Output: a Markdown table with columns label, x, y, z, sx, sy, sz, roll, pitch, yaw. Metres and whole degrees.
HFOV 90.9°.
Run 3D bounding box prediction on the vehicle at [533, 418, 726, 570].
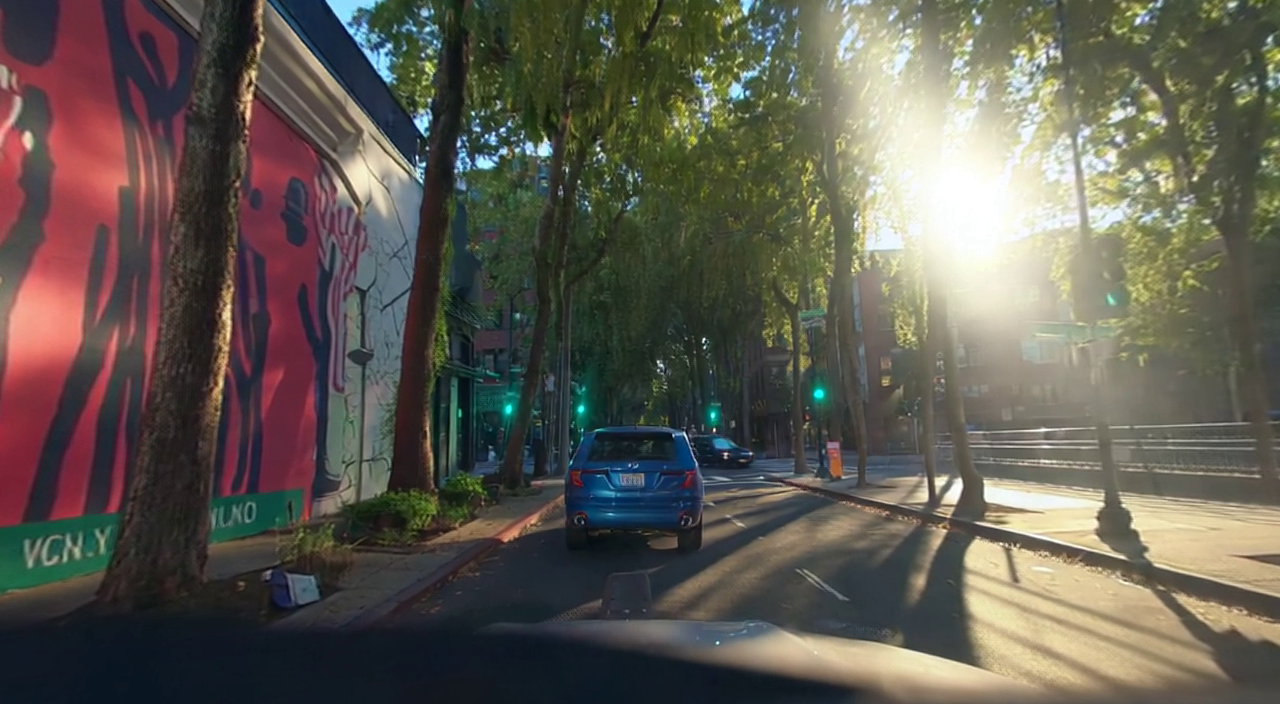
| label | x | y | z | sx | sy | sz | roll | pitch | yaw |
| --- | --- | --- | --- | --- | --- | --- | --- | --- | --- |
| vehicle | -0.132 | 1.829 | 8.827 | 2.079 | 1.621 | 3.861 | 0 | -8 | 0 |

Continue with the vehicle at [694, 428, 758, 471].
| label | x | y | z | sx | sy | sz | roll | pitch | yaw |
| --- | --- | --- | --- | --- | --- | --- | --- | --- | --- |
| vehicle | 4.742 | 5.205 | 33.804 | 2.448 | 2.063 | 5.513 | -3 | -9 | 17 |
